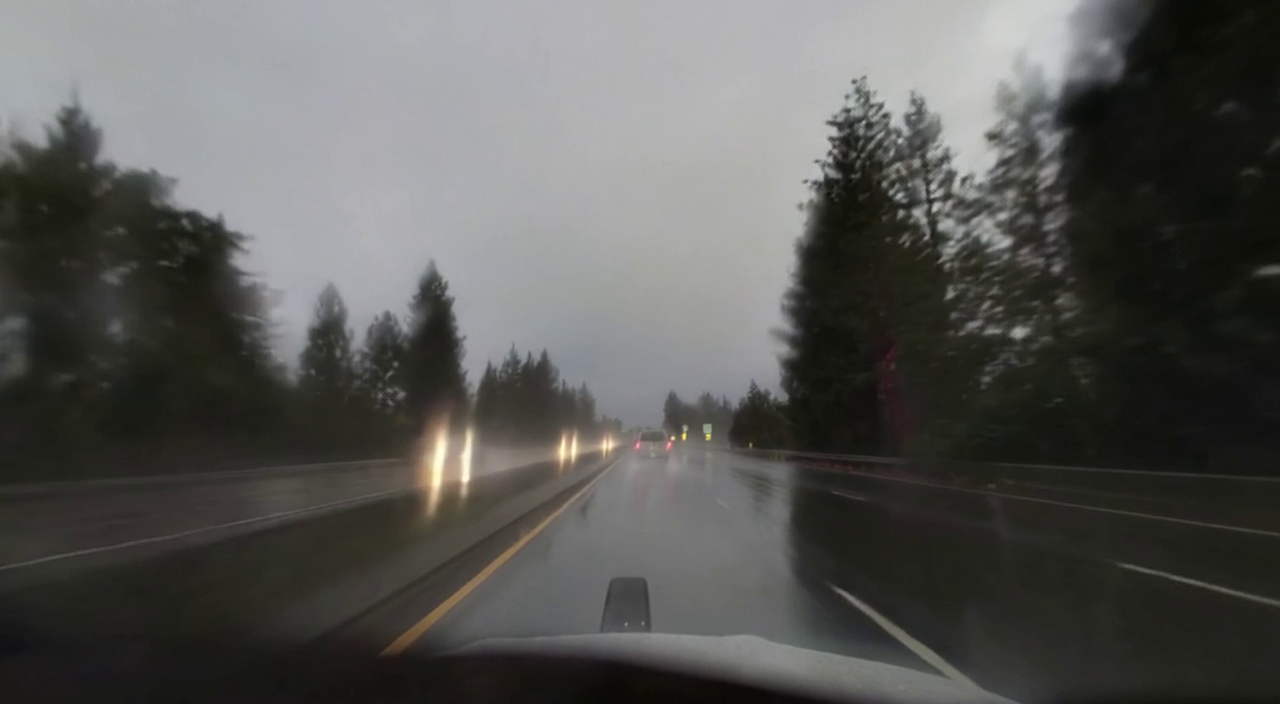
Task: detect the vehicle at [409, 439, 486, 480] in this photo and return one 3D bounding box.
[{"bbox_3d":[-7.998,4.490,26.590,1.861,1.535,4.353,0,-8,0],"label":"vehicle"}]

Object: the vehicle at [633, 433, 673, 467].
[{"bbox_3d":[0.790,5.945,38.373,2.301,1.944,4.554,0,-8,1],"label":"vehicle"}]
